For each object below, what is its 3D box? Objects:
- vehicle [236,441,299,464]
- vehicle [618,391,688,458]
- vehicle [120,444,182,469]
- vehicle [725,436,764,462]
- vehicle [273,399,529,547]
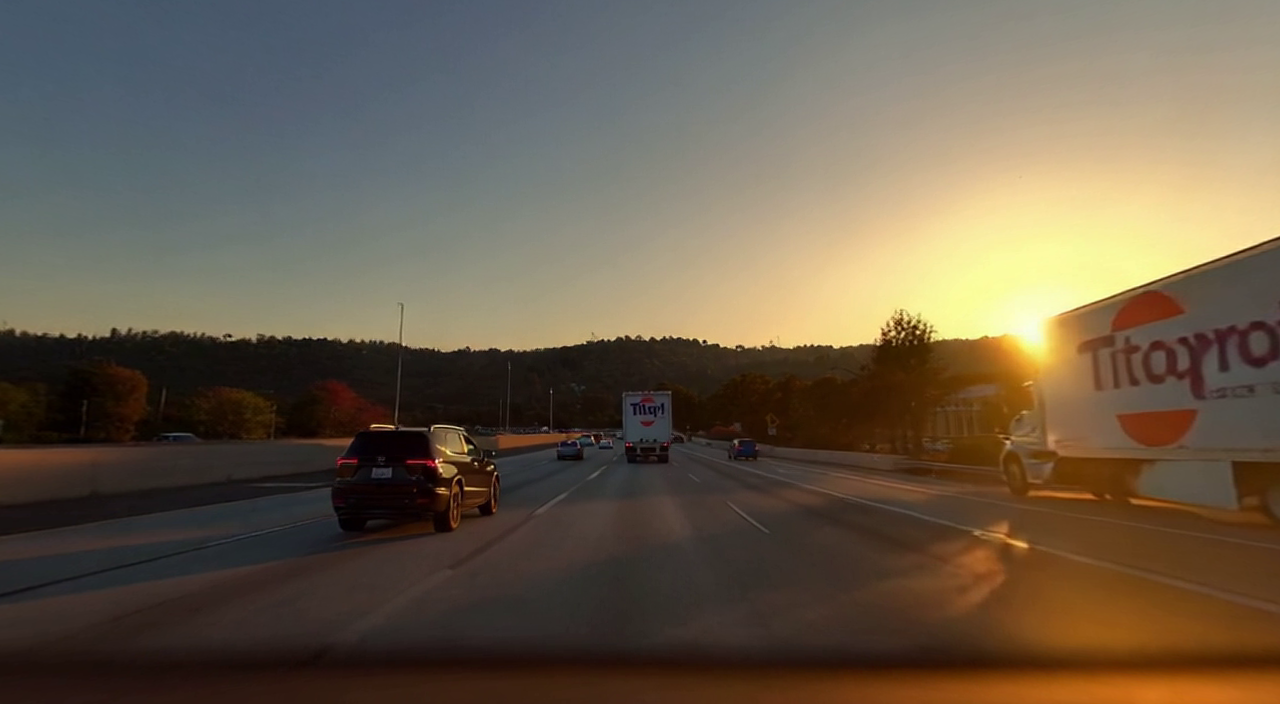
[{"bbox_3d":[-28.828,7.771,48.744,1.959,1.681,4.487,0,-8,2],"label":"vehicle"},{"bbox_3d":[1.312,5.452,46.273,3.657,4.173,13.731,-1,-8,7],"label":"vehicle"},{"bbox_3d":[-36.370,7.702,46.643,4.674,1.730,2.261,-6,-10,35],"label":"vehicle"},{"bbox_3d":[7.037,6.562,42.679,1.958,1.681,4.109,0,-8,0],"label":"vehicle"},{"bbox_3d":[-3.420,1.873,10.353,2.178,1.826,4.933,0,-9,1],"label":"vehicle"}]
